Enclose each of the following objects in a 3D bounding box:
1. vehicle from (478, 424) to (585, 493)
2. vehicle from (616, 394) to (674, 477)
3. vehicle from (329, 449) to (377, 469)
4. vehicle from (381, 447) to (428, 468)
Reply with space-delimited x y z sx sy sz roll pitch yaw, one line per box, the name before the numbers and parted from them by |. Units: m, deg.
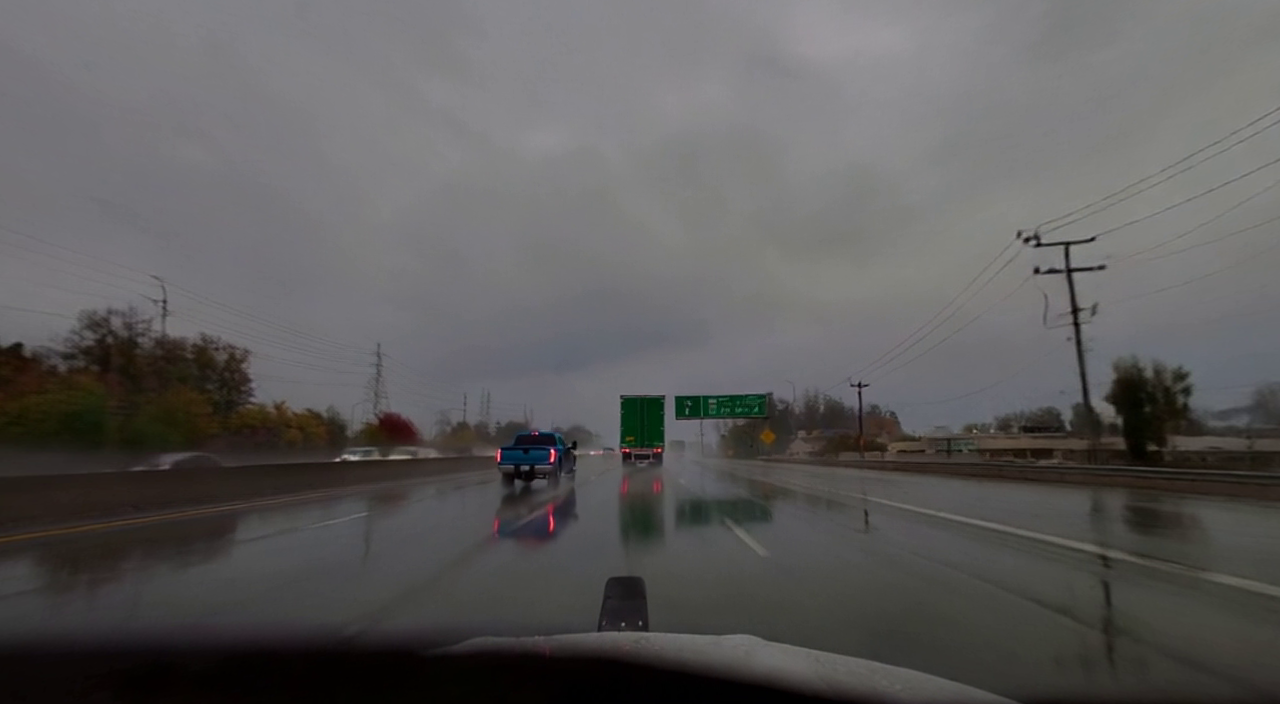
vehicle | -3.700 3.846 23.150 2.749 2.141 6.515 0 -8 0
vehicle | 0.304 5.089 37.889 2.879 4.085 13.125 0 -8 0
vehicle | -21.930 8.173 48.327 1.827 1.471 3.950 0 -8 1
vehicle | -17.838 7.995 47.957 1.903 1.474 4.223 0 -8 1
